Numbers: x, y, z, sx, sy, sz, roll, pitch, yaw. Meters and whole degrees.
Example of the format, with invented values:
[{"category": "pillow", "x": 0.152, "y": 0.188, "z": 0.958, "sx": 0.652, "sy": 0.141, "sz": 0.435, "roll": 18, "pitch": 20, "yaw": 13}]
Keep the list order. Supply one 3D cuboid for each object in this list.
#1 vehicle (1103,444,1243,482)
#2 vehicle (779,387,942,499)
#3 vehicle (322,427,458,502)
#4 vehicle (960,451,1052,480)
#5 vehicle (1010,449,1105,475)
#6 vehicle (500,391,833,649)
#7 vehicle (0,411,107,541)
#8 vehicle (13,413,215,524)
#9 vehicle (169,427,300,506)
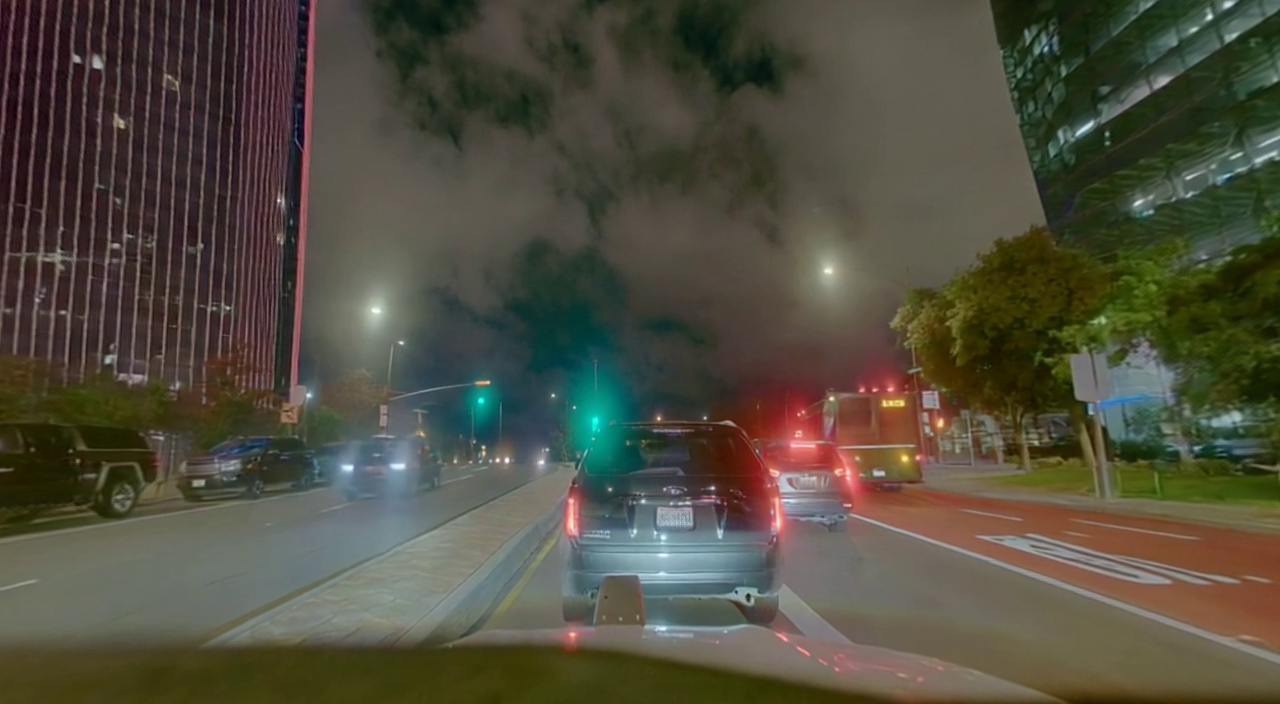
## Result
[{"category": "vehicle", "x": 30.828, "y": 6.425, "z": 36.874, "sx": 5.890, "sy": 1.996, "sz": 2.155, "roll": -6, "pitch": -10, "yaw": 34}, {"category": "vehicle", "x": 7.040, "y": 3.109, "z": 21.686, "sx": 3.113, "sy": 3.116, "sz": 7.650, "roll": 0, "pitch": -8, "yaw": 3}, {"category": "vehicle", "x": -6.716, "y": 3.060, "z": 17.690, "sx": 2.198, "sy": 1.779, "sz": 4.926, "roll": 1, "pitch": -8, "yaw": -6}, {"category": "vehicle", "x": 23.891, "y": 7.394, "z": 41.323, "sx": 4.956, "sy": 1.706, "sz": 1.822, "roll": -6, "pitch": -10, "yaw": 33}, {"category": "vehicle", "x": 28.114, "y": 7.366, "z": 42.719, "sx": 5.153, "sy": 1.626, "sz": 1.895, "roll": -6, "pitch": -10, "yaw": 33}, {"category": "vehicle", "x": 0.205, "y": 1.421, "z": 6.334, "sx": 2.192, "sy": 1.695, "sz": 4.142, "roll": 0, "pitch": -8, "yaw": 1}, {"category": "vehicle", "x": -10.485, "y": 1.913, "z": 9.807, "sx": 1.543, "sy": 1.946, "sz": 3.454, "roll": 1, "pitch": -9, "yaw": -6}, {"category": "vehicle", "x": -10.861, "y": 2.395, "z": 13.397, "sx": 1.482, "sy": 2.019, "sz": 3.297, "roll": 0, "pitch": -9, "yaw": -4}, {"category": "vehicle", "x": -11.198, "y": 3.155, "z": 17.745, "sx": 1.559, "sy": 1.973, "sz": 3.419, "roll": 1, "pitch": -9, "yaw": -5}]
